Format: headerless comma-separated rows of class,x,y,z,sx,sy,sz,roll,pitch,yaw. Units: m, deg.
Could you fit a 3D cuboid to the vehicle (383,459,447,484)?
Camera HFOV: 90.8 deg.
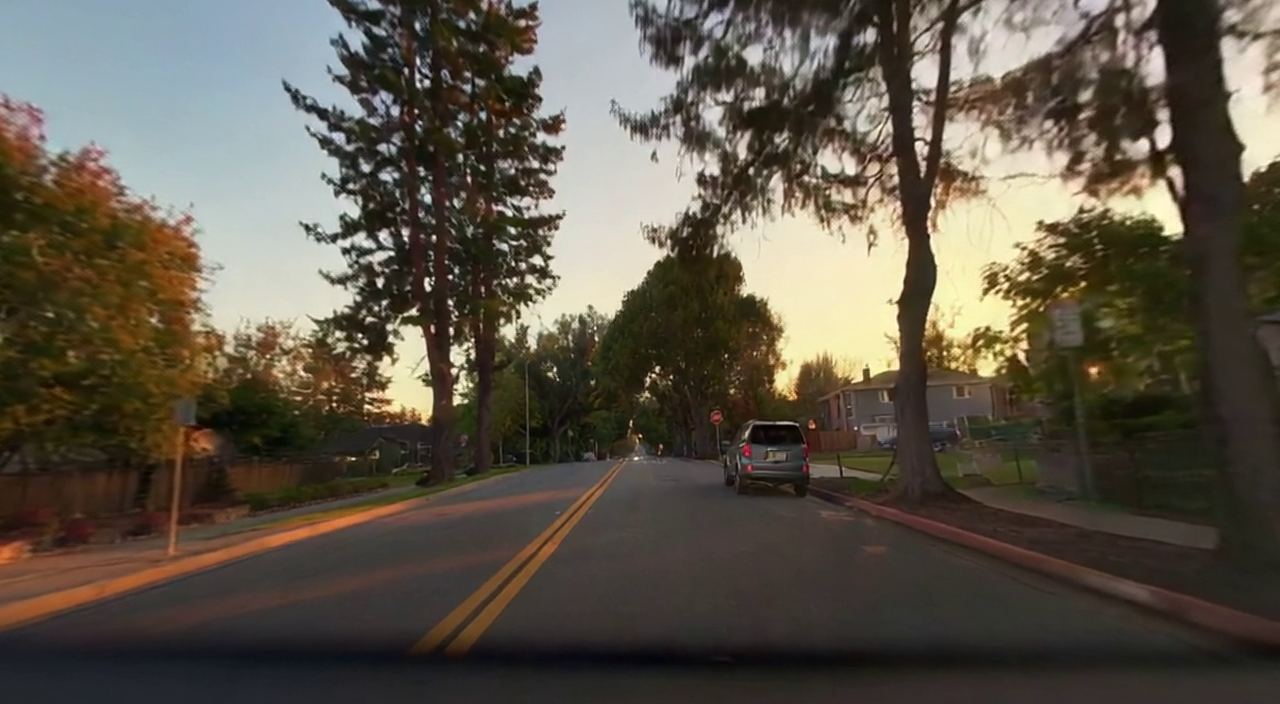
vehicle,-17.509,9.358,49.225,4.274,1.626,2.093,-6,-12,11

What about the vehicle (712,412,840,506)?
vehicle,3.015,2.506,15.113,2.109,1.875,4.488,-1,-8,1

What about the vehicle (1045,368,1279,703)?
vehicle,2.878,0.583,0.210,1.969,1.549,5.038,0,-8,-3

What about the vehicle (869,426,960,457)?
vehicle,17.666,5.797,40.846,4.982,1.874,2.133,-3,-9,13
